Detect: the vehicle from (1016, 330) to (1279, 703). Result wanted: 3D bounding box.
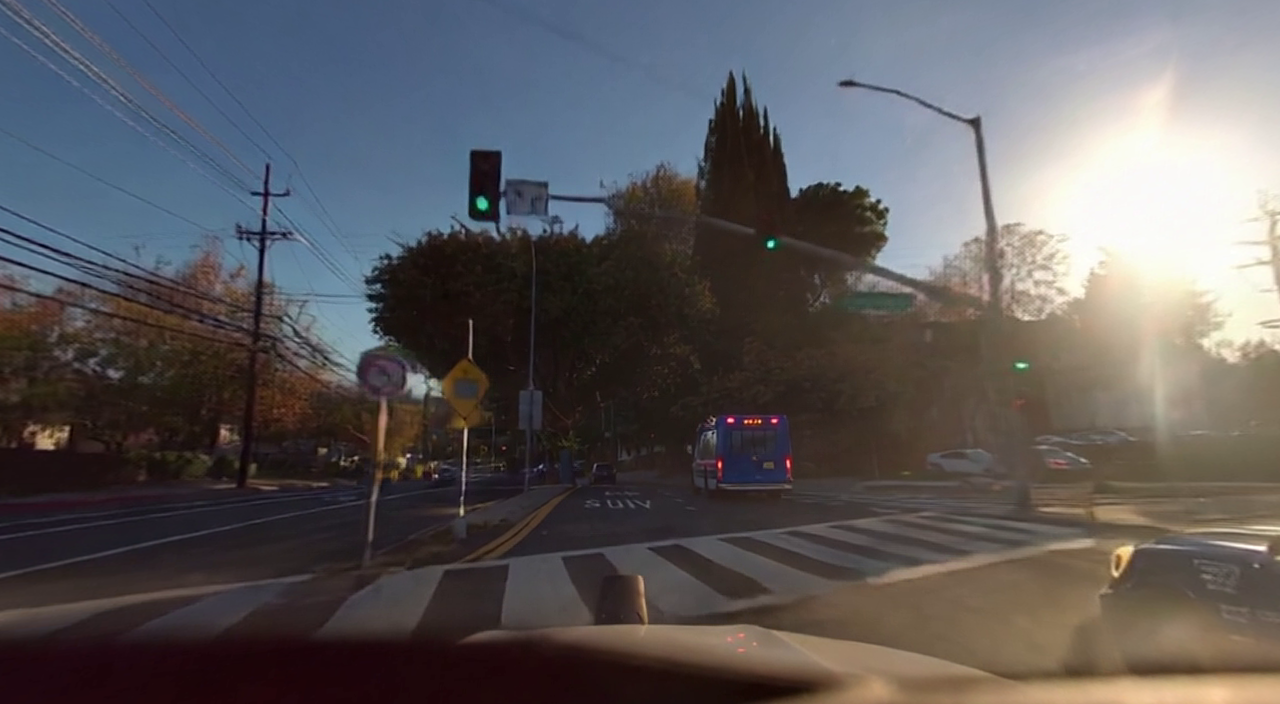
[{"bbox_3d":[4.029,0.768,2.291,2.194,1.922,4.822,-1,-8,-2],"label":"vehicle"}]

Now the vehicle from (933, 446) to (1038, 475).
[{"bbox_3d":[19.096,5.994,34.999,4.868,1.455,2.054,-6,-10,32],"label":"vehicle"}]

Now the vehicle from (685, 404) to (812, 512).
[{"bbox_3d":[2.945,3.089,18.844,2.406,2.687,5.521,0,-8,-4],"label":"vehicle"}]

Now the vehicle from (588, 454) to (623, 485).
[{"bbox_3d":[-2.226,7.404,40.071,2.114,1.707,3.725,0,-8,-4],"label":"vehicle"}]
